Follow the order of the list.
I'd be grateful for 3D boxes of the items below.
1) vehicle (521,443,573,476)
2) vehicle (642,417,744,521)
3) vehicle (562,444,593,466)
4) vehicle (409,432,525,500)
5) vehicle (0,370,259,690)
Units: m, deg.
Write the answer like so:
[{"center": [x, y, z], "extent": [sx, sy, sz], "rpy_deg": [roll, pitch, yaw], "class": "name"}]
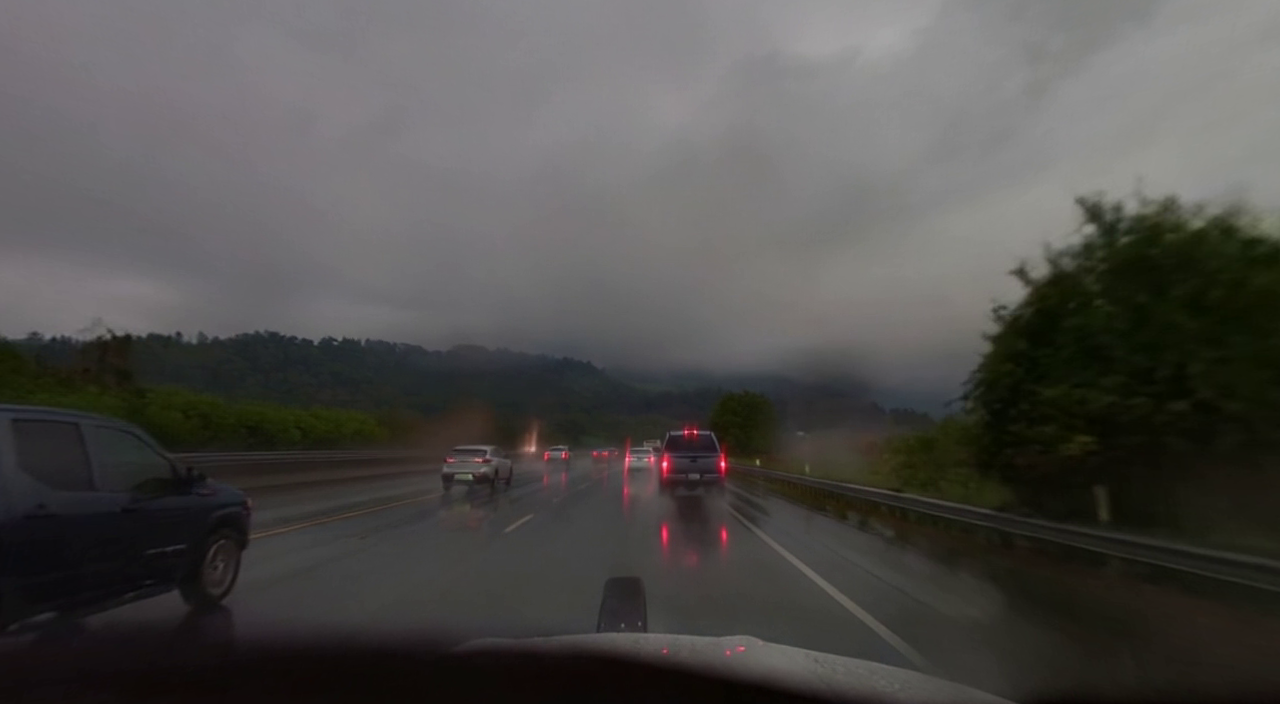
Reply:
[{"center": [-4.450, 5.191, 30.680], "extent": [1.867, 1.489, 3.829], "rpy_deg": [0, -9, 1], "class": "vehicle"}, {"center": [0.987, 2.473, 13.738], "extent": [1.825, 1.920, 3.960], "rpy_deg": [0, -9, 0], "class": "vehicle"}, {"center": [-4.526, 7.524, 46.152], "extent": [1.855, 1.527, 4.209], "rpy_deg": [0, -9, 0], "class": "vehicle"}, {"center": [-4.684, 3.148, 17.769], "extent": [1.934, 1.642, 4.201], "rpy_deg": [0, -9, 2], "class": "vehicle"}, {"center": [-4.335, 0.939, 3.357], "extent": [2.034, 1.642, 3.969], "rpy_deg": [0, -9, 1], "class": "vehicle"}]
